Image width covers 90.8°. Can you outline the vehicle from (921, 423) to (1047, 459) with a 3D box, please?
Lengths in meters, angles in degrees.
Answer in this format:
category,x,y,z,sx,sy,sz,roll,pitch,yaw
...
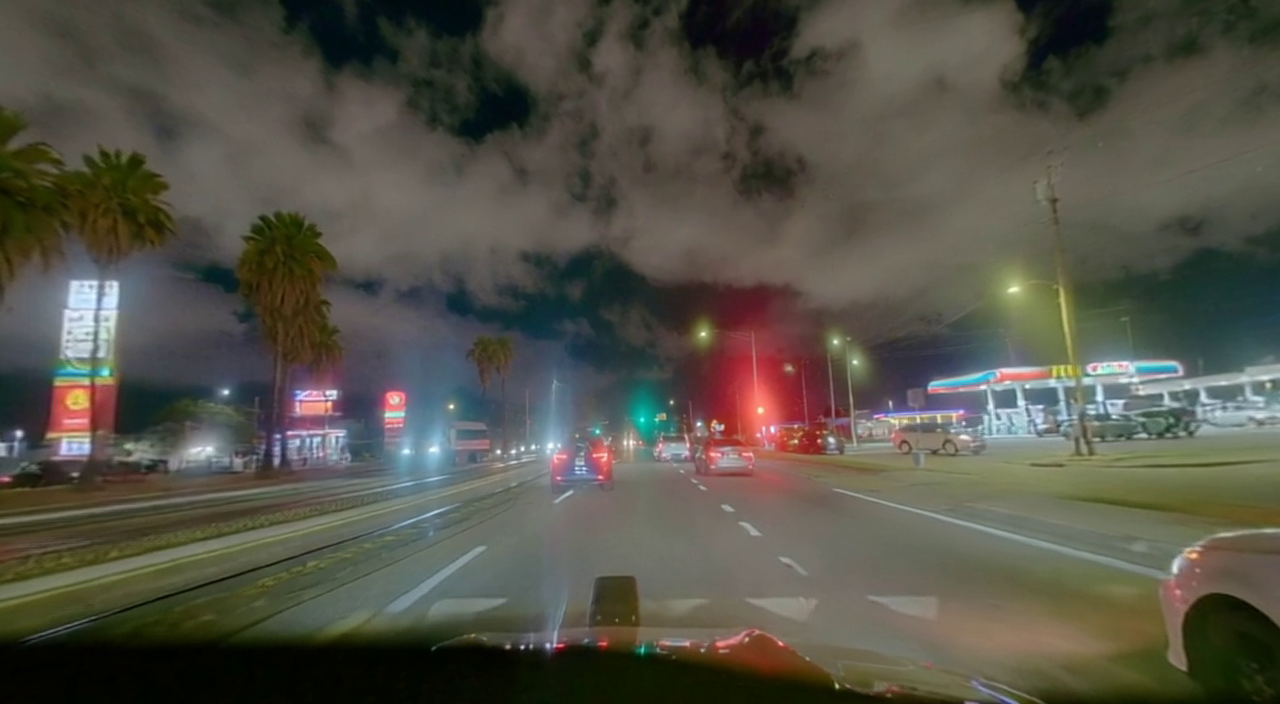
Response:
category,x,y,z,sx,sy,sz,roll,pitch,yaw
vehicle,14.627,3.827,27.031,4.293,1.438,1.773,-1,-9,1

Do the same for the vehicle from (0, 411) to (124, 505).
category,x,y,z,sx,sy,sz,roll,pitch,yaw
vehicle,-24.019,3.929,23.340,2.791,3.271,7.924,-1,-9,3

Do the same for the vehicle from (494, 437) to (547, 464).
category,x,y,z,sx,sy,sz,roll,pitch,yaw
vehicle,-8.696,7.254,46.387,2.169,1.853,4.853,-2,-9,10

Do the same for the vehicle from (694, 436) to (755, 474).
category,x,y,z,sx,sy,sz,roll,pitch,yaw
vehicle,3.458,4.307,26.564,1.889,1.448,4.262,0,-9,-1

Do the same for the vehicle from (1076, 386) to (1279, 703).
category,x,y,z,sx,sy,sz,roll,pitch,yaw
vehicle,3.448,0.699,1.359,1.987,1.474,4.198,-1,-9,0

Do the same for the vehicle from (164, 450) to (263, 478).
category,x,y,z,sx,sy,sz,roll,pitch,yaw
vehicle,-30.067,7.911,44.672,5.349,1.859,2.259,-1,-10,0

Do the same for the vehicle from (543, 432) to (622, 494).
category,x,y,z,sx,sy,sz,roll,pitch,yaw
vehicle,-1.659,3.181,18.338,2.021,1.550,4.090,0,-9,-5

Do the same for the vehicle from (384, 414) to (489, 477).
category,x,y,z,sx,sy,sz,roll,pitch,yaw
vehicle,-10.814,5.093,34.677,2.662,2.995,8.344,0,-8,2
